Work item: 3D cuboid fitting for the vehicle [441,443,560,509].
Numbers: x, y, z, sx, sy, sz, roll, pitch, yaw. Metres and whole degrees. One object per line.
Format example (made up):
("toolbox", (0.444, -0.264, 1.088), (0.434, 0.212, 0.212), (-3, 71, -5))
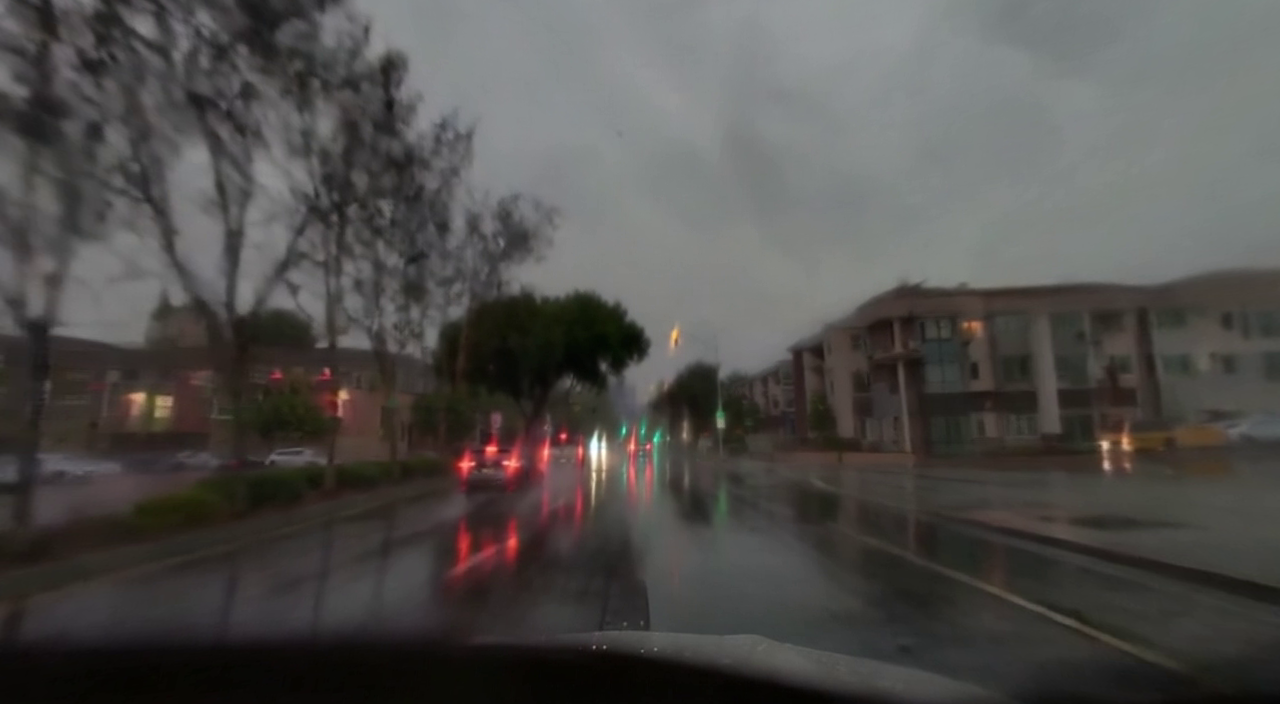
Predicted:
("vehicle", (-3.269, 3.010, 15.735), (1.959, 1.406, 4.272), (0, -9, 1))

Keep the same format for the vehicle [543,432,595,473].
("vehicle", (-3.667, 5.300, 33.225), (2.152, 1.987, 4.527), (0, -9, 1))

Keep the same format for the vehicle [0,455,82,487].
("vehicle", (-37.284, 7.236, 38.397), (4.402, 1.868, 2.071), (1, -9, -4))
